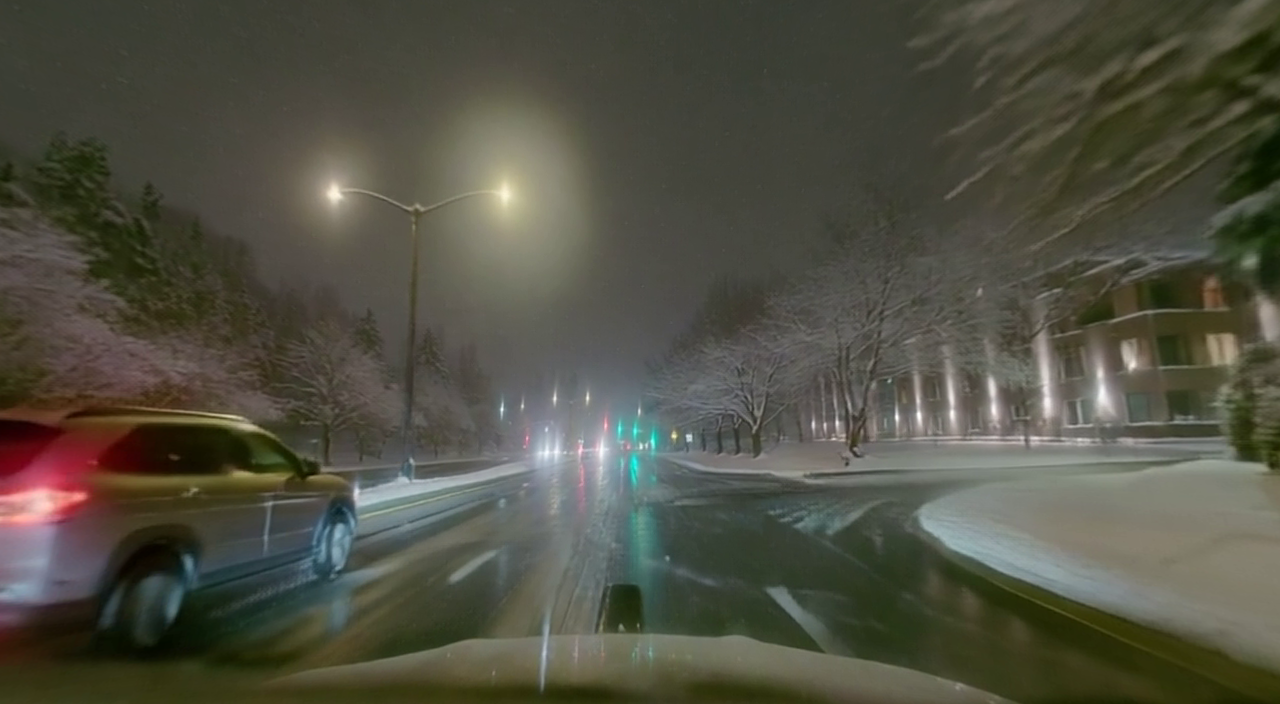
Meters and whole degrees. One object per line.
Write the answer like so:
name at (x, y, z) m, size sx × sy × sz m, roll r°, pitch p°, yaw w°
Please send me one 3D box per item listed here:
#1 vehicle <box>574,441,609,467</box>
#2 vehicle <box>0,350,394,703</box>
vehicle at (-3.533, 7.530, 46.794) m, size 2.179 × 1.771 × 4.267 m, roll 0°, pitch -8°, yaw 1°
vehicle at (-3.816, 1.115, 4.476) m, size 2.202 × 1.685 × 4.772 m, roll 0°, pitch -8°, yaw 0°
